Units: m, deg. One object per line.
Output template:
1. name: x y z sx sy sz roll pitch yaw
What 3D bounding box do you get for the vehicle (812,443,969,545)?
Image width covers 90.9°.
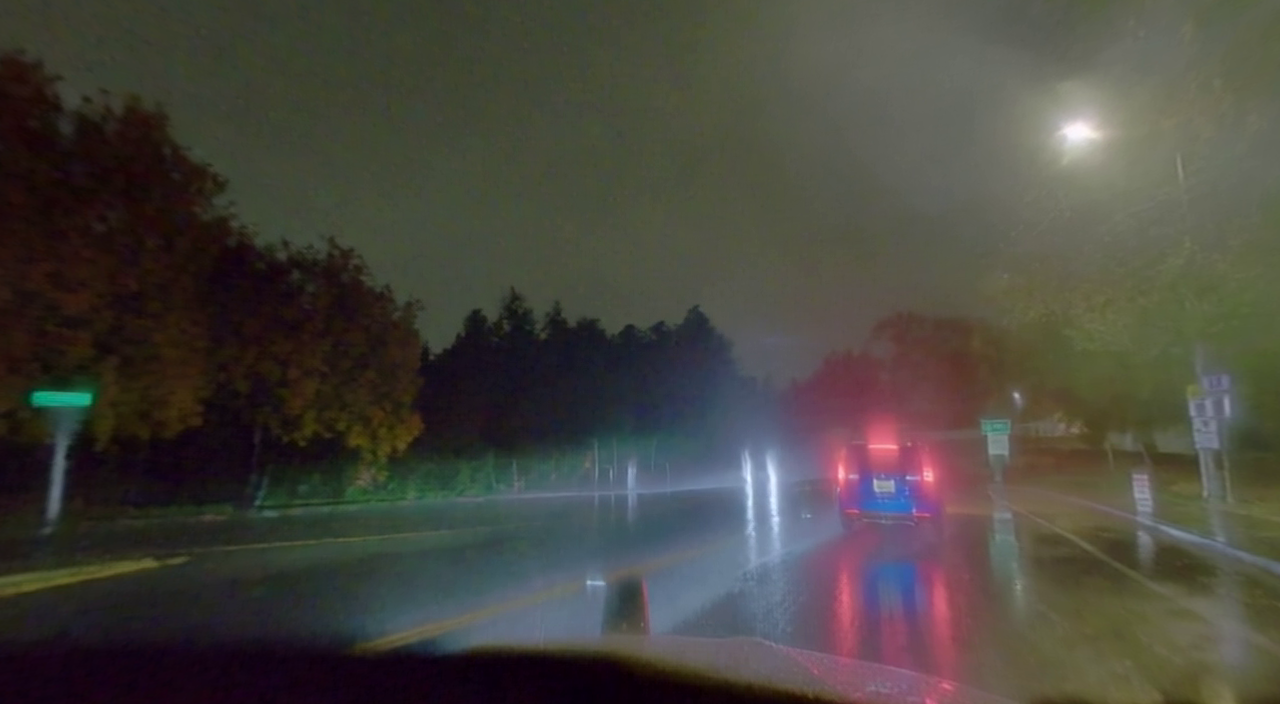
1. vehicle: 4.921 2.515 12.002 2.148 1.521 4.089 -5 -9 29

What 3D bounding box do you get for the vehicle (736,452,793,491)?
1. vehicle: 7.139 6.670 35.688 2.150 1.927 5.209 -4 -9 22
